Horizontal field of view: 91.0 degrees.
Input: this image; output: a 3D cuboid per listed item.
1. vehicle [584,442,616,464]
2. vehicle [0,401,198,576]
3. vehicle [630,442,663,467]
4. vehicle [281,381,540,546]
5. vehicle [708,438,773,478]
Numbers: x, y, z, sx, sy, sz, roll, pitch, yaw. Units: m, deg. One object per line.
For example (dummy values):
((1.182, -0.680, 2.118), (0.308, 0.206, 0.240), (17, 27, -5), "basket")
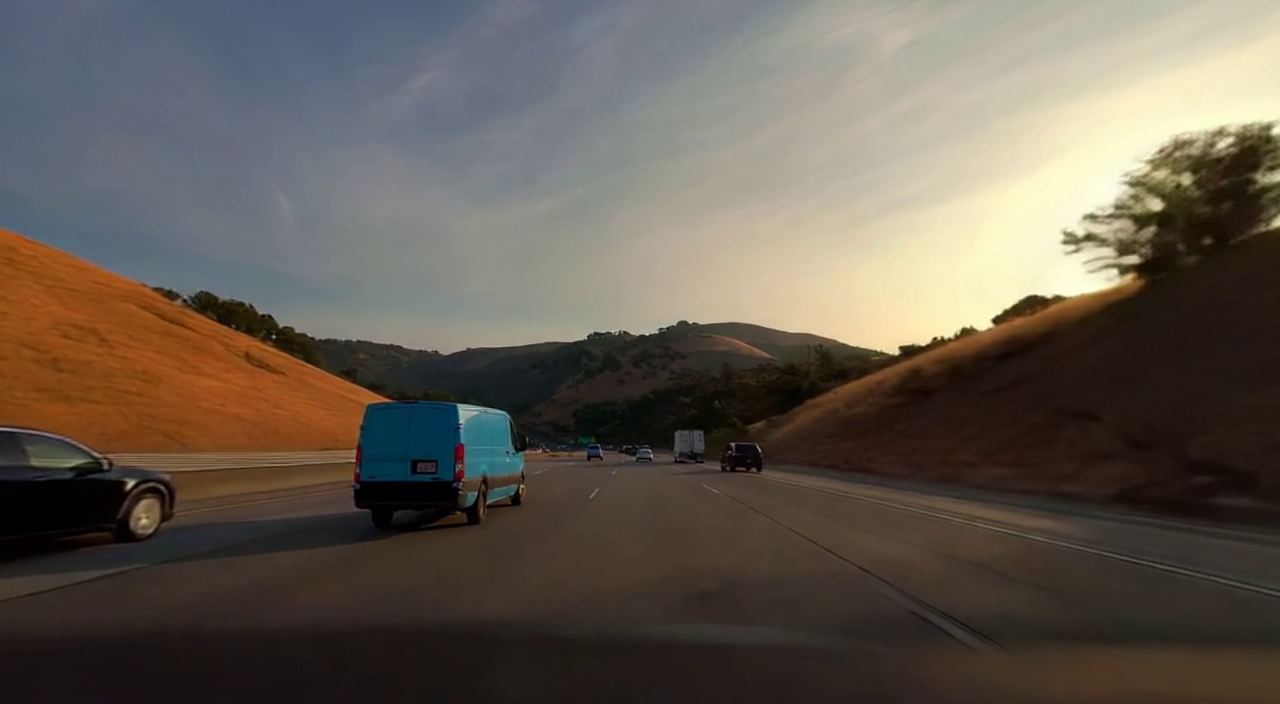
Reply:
((-3.042, 7.791, 48.489), (2.138, 1.581, 4.340), (0, -9, 0), "vehicle")
((-7.390, 1.392, 6.493), (2.054, 1.715, 4.928), (0, -9, 0), "vehicle")
((0.415, 6.740, 41.469), (2.014, 1.543, 3.804), (0, -9, 0), "vehicle")
((-3.543, 1.937, 11.415), (2.421, 2.203, 5.775), (0, -9, 1), "vehicle")
((4.249, 4.556, 27.258), (2.051, 1.598, 4.145), (0, -9, -1), "vehicle")
